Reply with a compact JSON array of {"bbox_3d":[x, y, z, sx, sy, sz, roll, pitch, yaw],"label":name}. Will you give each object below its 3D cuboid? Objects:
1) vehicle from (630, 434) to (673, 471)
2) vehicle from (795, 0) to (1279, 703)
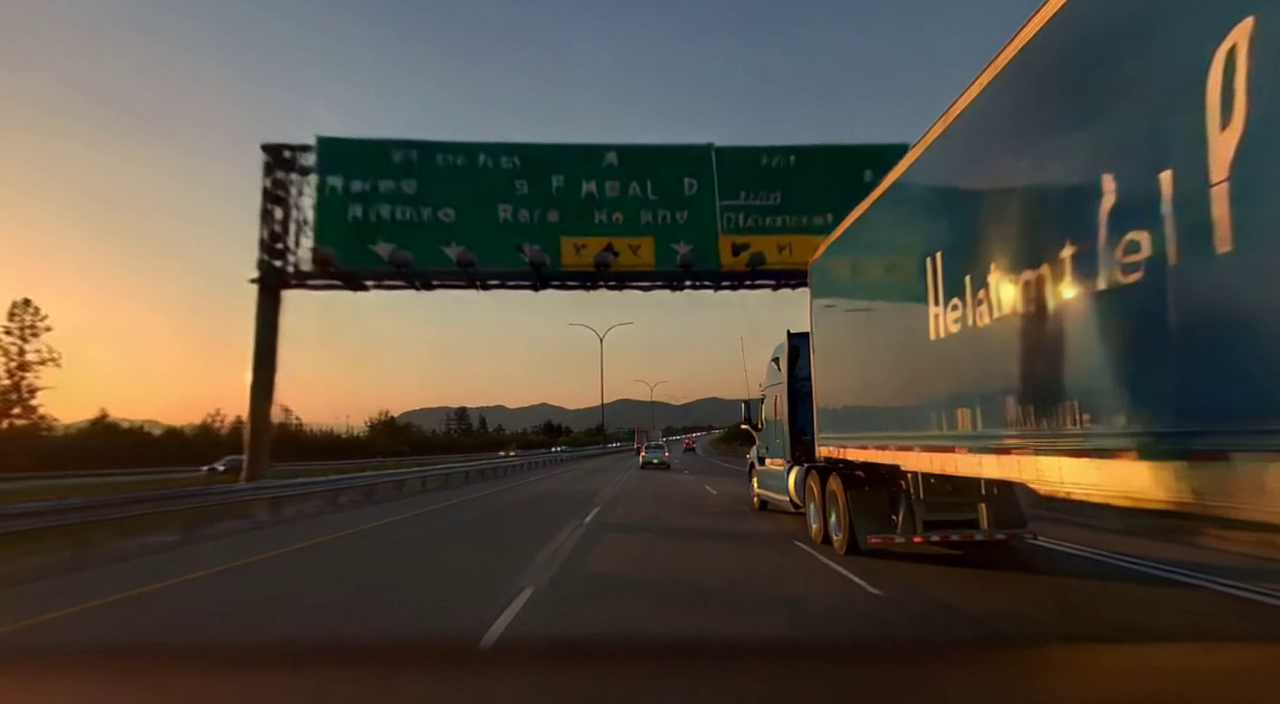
[{"bbox_3d":[0.619,5.513,34.744,2.205,1.860,4.301,0,-8,1],"label":"vehicle"},{"bbox_3d":[4.078,-0.450,2.501,3.019,4.145,16.453,0,-8,1],"label":"vehicle"}]
